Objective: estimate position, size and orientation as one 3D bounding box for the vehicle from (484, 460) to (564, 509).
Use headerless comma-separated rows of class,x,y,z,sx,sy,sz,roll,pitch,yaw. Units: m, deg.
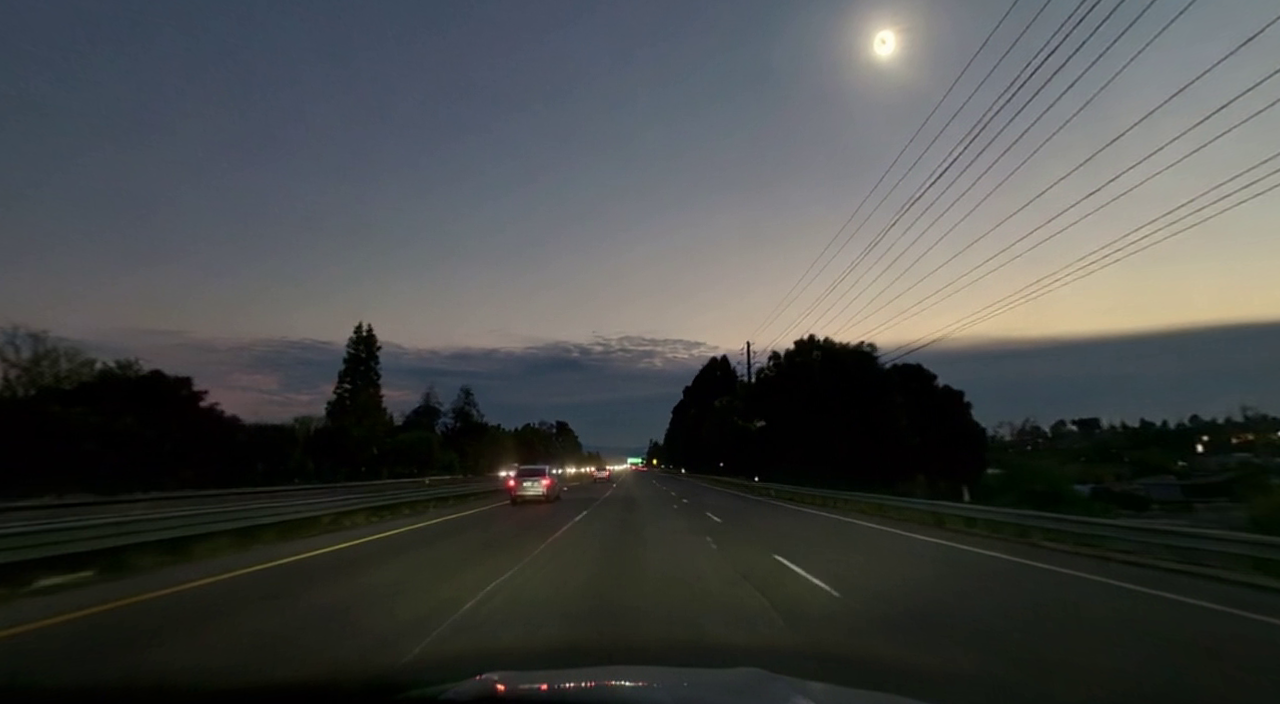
vehicle,-3.927,4.597,22.117,1.963,1.501,4.227,1,-11,0
